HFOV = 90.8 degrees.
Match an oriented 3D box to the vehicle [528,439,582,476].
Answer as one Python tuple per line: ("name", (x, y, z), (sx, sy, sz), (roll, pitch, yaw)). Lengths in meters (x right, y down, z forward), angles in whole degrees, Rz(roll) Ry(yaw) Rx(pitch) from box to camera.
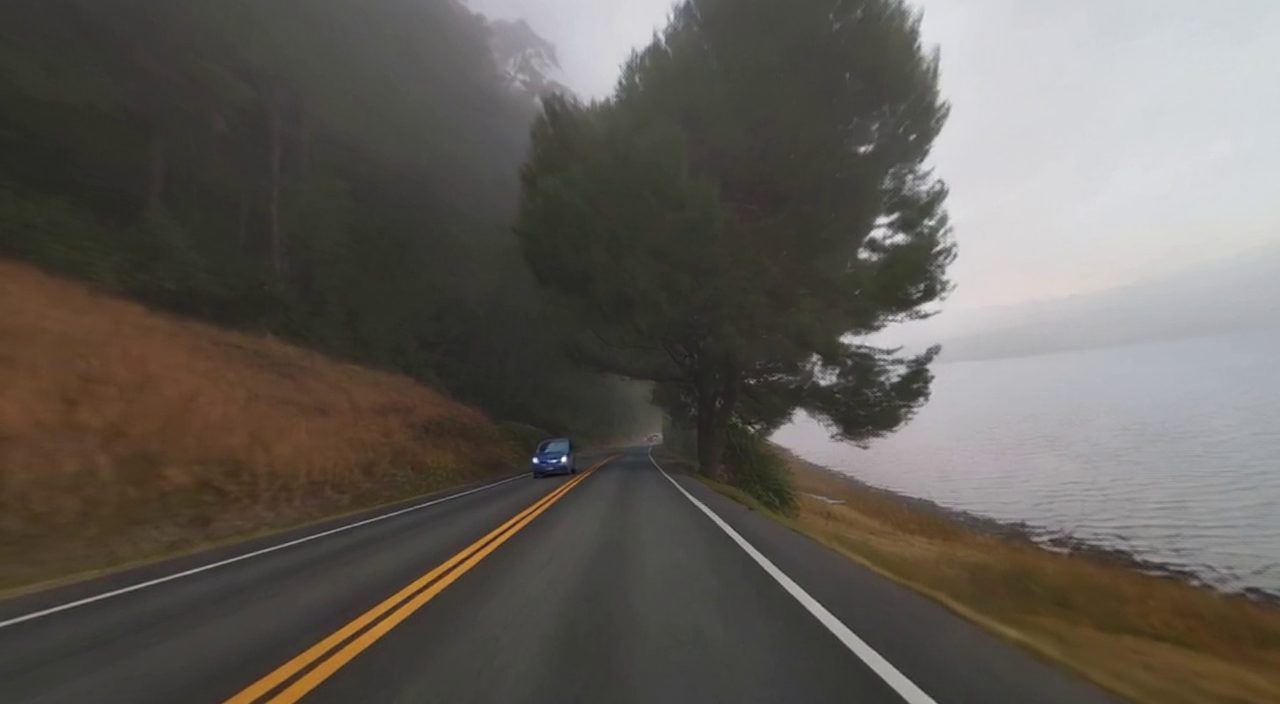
("vehicle", (-4.510, 5.690, 34.200), (2.228, 1.834, 4.621), (0, -9, 0))
